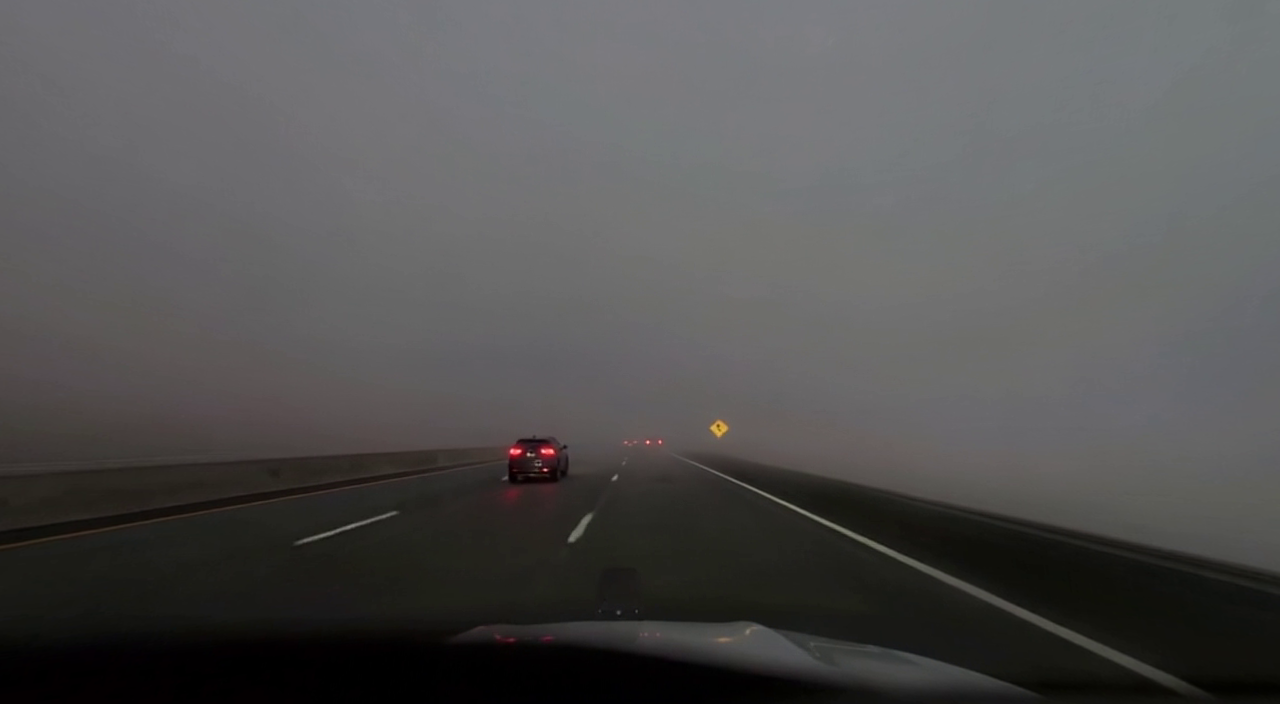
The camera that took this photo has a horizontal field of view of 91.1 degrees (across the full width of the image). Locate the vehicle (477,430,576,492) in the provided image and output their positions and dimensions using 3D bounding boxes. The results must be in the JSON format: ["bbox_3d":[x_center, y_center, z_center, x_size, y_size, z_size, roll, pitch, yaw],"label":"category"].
[{"bbox_3d":[-3.174,3.118,18.508,2.039,1.589,4.324,0,-8,1],"label":"vehicle"}]
